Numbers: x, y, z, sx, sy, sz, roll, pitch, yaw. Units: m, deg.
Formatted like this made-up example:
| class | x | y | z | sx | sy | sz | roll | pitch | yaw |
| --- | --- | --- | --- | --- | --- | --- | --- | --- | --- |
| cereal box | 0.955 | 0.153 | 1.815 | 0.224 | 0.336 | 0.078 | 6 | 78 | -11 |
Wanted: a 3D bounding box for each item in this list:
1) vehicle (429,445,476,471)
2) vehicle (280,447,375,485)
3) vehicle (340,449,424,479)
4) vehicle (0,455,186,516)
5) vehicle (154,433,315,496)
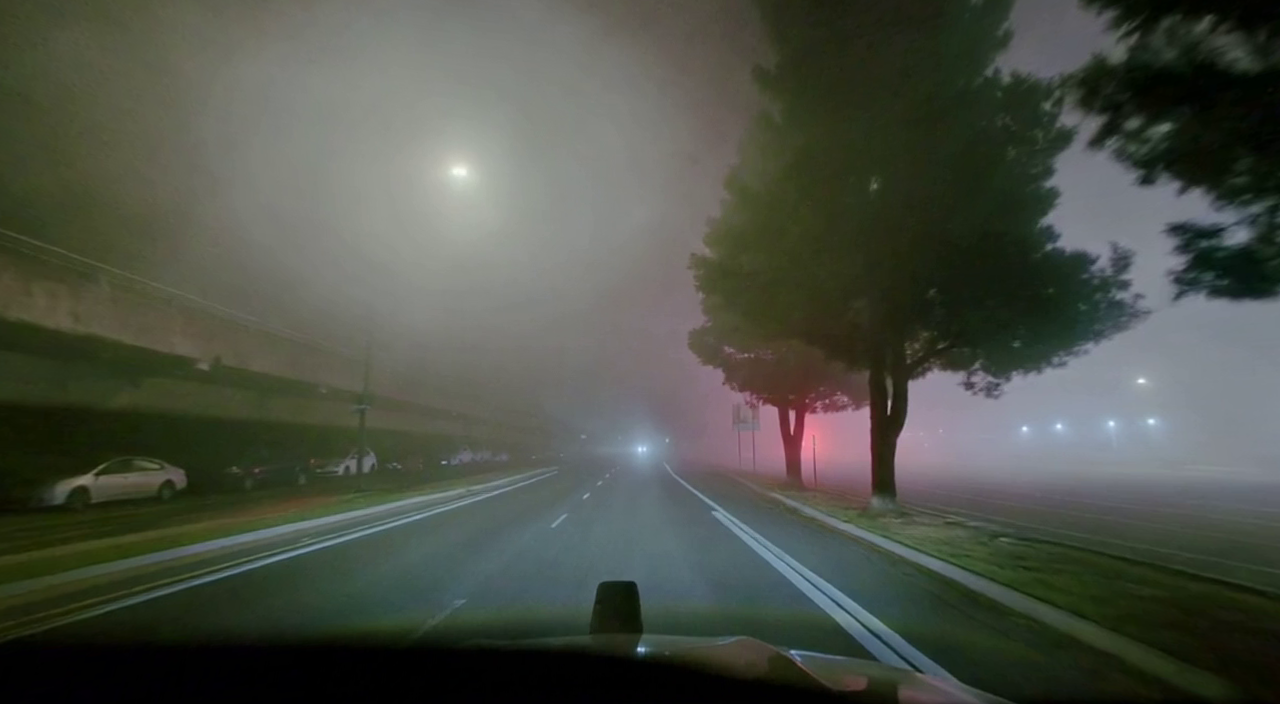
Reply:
| class | x | y | z | sx | sy | sz | roll | pitch | yaw |
| --- | --- | --- | --- | --- | --- | --- | --- | --- | --- |
| vehicle | -13.391 | 7.571 | 45.395 | 1.903 | 1.703 | 4.346 | 1 | -9 | 1 |
| vehicle | -13.976 | 5.114 | 28.597 | 1.908 | 1.559 | 4.301 | 0 | -9 | 3 |
| vehicle | -13.896 | 6.047 | 34.467 | 2.155 | 1.477 | 5.369 | -1 | -8 | 3 |
| vehicle | -14.654 | 3.458 | 16.853 | 1.875 | 1.353 | 4.075 | 1 | -9 | 2 |
| vehicle | -14.397 | 4.080 | 22.963 | 2.074 | 1.910 | 5.314 | 3 | -10 | 2 |
